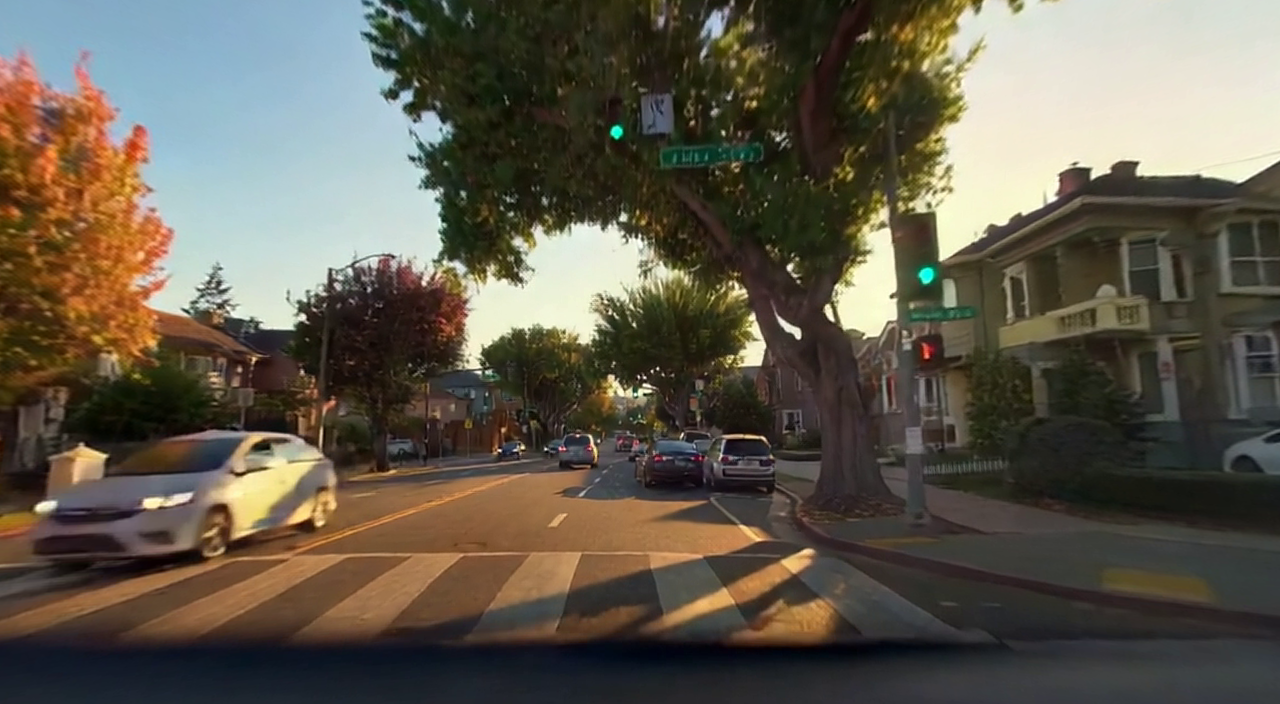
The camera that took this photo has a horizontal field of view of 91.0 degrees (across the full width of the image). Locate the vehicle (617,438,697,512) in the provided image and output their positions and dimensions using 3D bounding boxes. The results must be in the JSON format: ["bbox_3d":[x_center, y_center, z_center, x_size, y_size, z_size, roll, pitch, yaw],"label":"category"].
[{"bbox_3d":[0.286,2.654,14.066,1.485,1.385,3.283,2,-8,-3],"label":"vehicle"}]

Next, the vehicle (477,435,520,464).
[{"bbox_3d":[-9.348,6.424,41.861,1.850,1.720,4.237,-2,-8,0],"label":"vehicle"}]

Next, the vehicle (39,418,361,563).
[{"bbox_3d":[-6.110,1.909,9.517,1.976,1.689,4.071,0,-8,-2],"label":"vehicle"}]

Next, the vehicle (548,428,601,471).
[{"bbox_3d":[-2.971,4.521,29.380,1.983,1.841,4.013,0,-8,1],"label":"vehicle"}]

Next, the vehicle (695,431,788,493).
[{"bbox_3d":[2.856,3.168,18.607,1.905,1.589,4.028,0,-8,-3],"label":"vehicle"}]
